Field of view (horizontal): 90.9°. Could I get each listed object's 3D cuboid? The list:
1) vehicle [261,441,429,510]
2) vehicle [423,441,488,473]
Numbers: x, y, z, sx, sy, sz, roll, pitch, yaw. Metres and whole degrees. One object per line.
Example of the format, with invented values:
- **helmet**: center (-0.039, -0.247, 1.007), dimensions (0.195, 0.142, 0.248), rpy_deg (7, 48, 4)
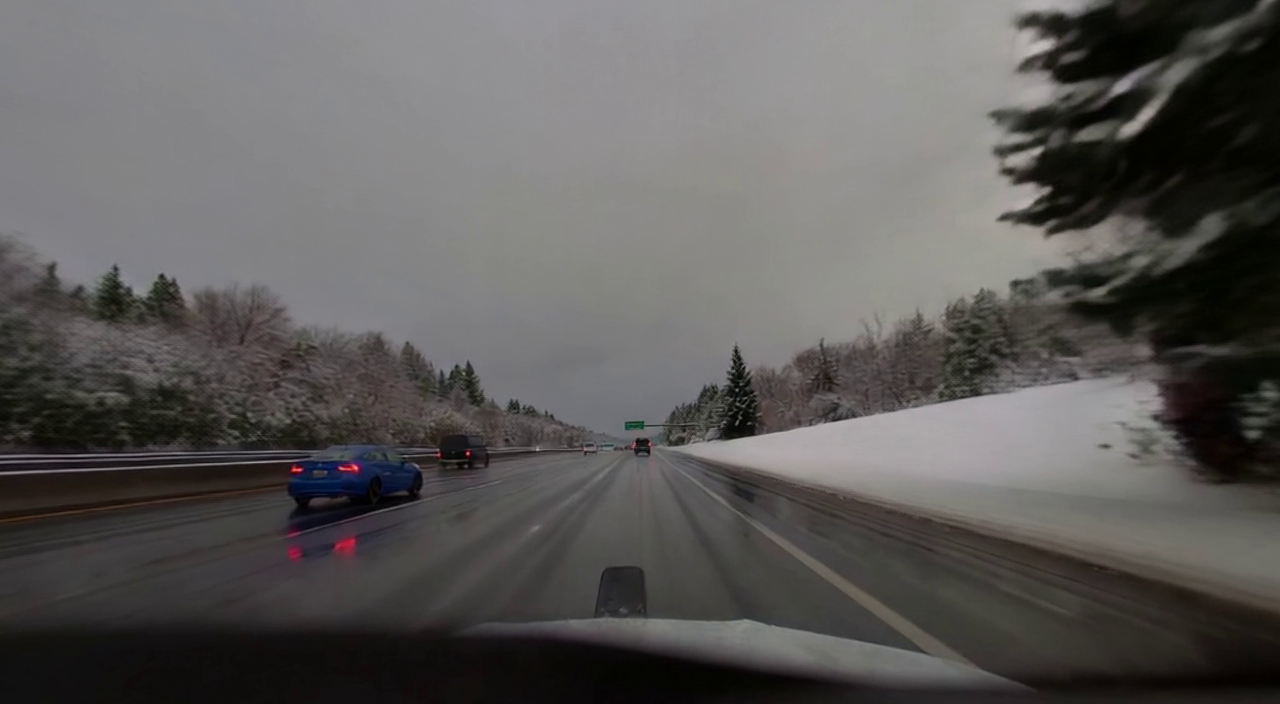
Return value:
- **vehicle**: center (-7.270, 3.048, 16.224), dimensions (1.981, 1.486, 4.735), rpy_deg (0, -8, 1)
- **vehicle**: center (-10.942, 6.244, 37.788), dimensions (2.249, 1.735, 5.018), rpy_deg (-1, -8, 2)
